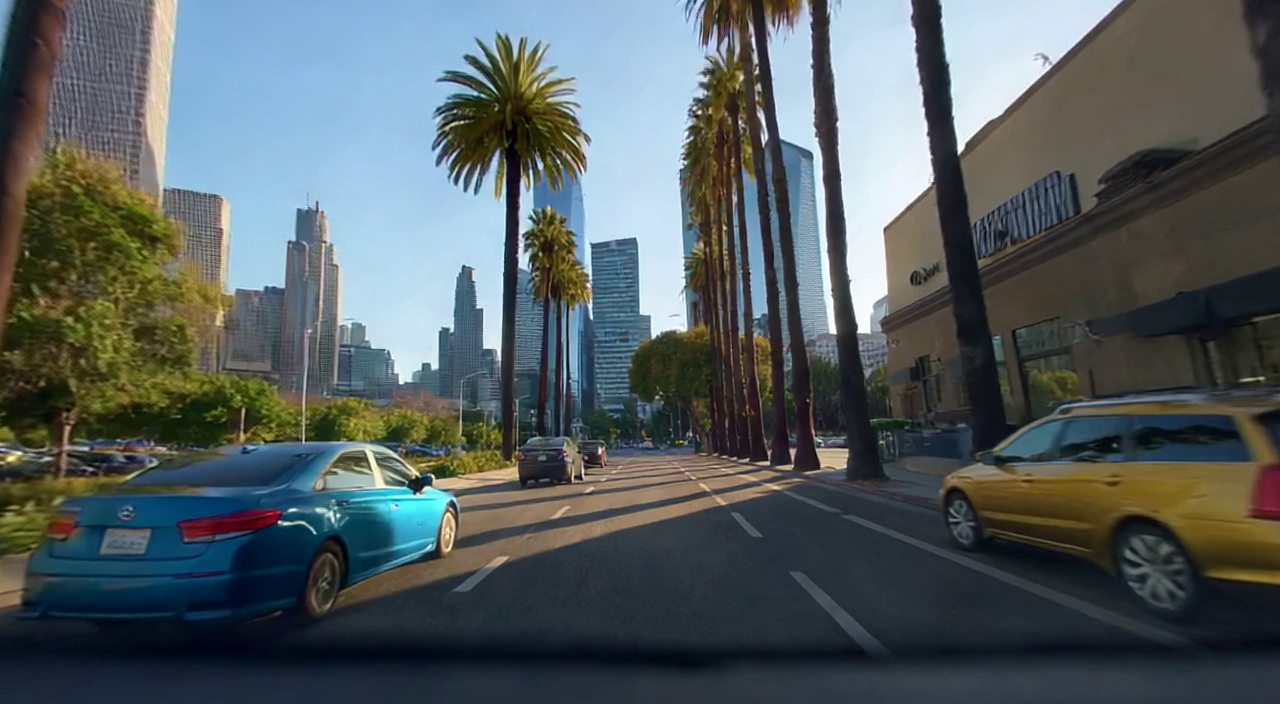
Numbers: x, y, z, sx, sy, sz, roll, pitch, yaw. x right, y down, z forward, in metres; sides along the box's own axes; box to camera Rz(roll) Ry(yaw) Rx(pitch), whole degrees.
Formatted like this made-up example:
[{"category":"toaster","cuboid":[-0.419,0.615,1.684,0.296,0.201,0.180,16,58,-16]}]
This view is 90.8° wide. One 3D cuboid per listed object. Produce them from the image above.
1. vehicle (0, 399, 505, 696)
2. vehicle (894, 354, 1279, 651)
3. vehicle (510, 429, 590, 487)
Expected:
[{"category":"vehicle","cuboid":[-2.770,1.351,5.588,2.071,1.544,4.383,0,-8,2]},{"category":"vehicle","cuboid":[4.516,1.285,6.434,2.060,1.856,4.878,-1,-8,3]},{"category":"vehicle","cuboid":[-2.833,3.462,20.803,1.894,1.702,3.999,0,-8,2]}]
